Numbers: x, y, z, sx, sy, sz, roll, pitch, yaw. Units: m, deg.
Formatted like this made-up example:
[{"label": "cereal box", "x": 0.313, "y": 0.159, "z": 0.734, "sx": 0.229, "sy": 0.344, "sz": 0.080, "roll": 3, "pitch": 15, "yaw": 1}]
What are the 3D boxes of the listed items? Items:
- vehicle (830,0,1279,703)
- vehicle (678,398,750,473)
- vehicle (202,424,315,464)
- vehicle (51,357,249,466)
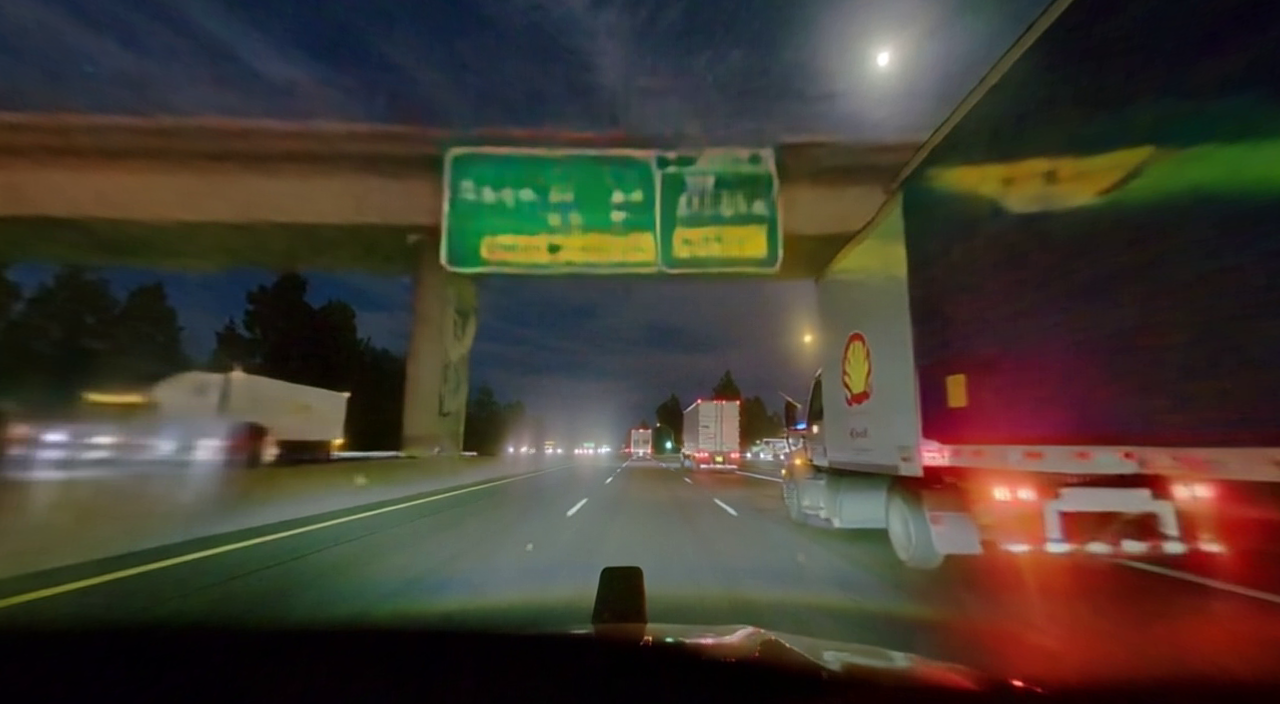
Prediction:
[{"label": "vehicle", "x": 4.058, "y": -0.445, "z": 1.442, "sx": 2.922, "sy": 3.987, "sz": 14.038, "roll": 0, "pitch": -9, "yaw": 0}, {"label": "vehicle", "x": 4.405, "y": 5.526, "z": 40.963, "sx": 2.881, "sy": 3.995, "sz": 14.382, "roll": 0, "pitch": -9, "yaw": 0}, {"label": "vehicle", "x": -15.479, "y": 3.779, "z": 25.889, "sx": 1.849, "sy": 1.492, "sz": 4.415, "roll": 0, "pitch": -9, "yaw": 1}, {"label": "vehicle", "x": -19.458, "y": 2.563, "z": 25.655, "sx": 2.953, "sy": 3.927, "sz": 5.994, "roll": 0, "pitch": -9, "yaw": 0}]
